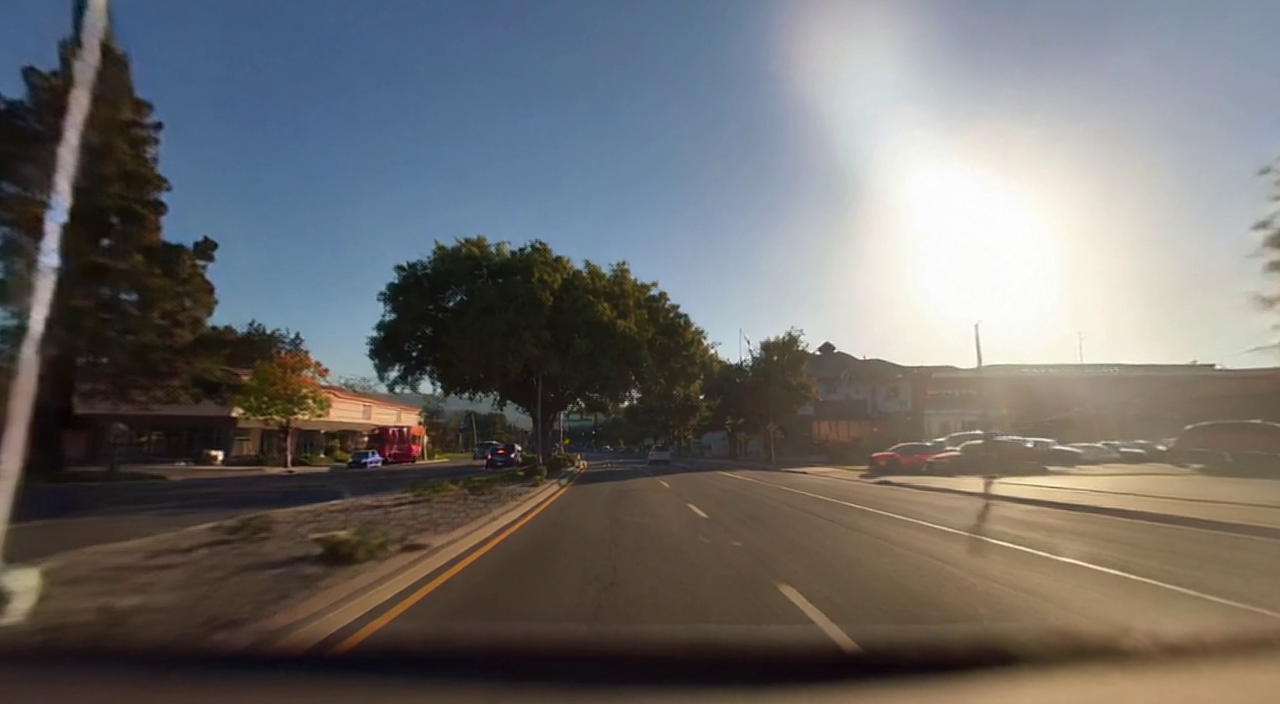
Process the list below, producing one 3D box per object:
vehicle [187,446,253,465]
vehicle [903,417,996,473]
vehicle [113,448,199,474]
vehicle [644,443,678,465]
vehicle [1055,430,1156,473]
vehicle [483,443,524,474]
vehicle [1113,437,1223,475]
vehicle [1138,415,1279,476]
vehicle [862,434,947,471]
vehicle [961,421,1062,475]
[{"bbox_3d":[-32.473,8.025,48.932,3.768,1.443,1.800,0,-9,-4],"label":"vehicle"},{"bbox_3d":[16.290,4.871,33.105,5.908,2.641,2.303,8,-12,-43],"label":"vehicle"},{"bbox_3d":[-31.661,7.128,41.399,3.952,1.462,1.857,2,-6,-6],"label":"vehicle"},{"bbox_3d":[1.436,7.292,45.196,1.913,1.473,4.360,1,-9,-5],"label":"vehicle"},{"bbox_3d":[22.748,4.887,31.273,2.747,1.912,6.426,-4,-9,25],"label":"vehicle"},{"bbox_3d":[-8.089,6.346,37.845,2.180,1.556,5.130,2,-7,-11],"label":"vehicle"},{"bbox_3d":[25.854,5.085,31.139,1.917,1.720,4.071,0,-9,2],"label":"vehicle"},{"bbox_3d":[28.974,4.660,31.591,2.248,2.714,6.788,0,-9,-3],"label":"vehicle"},{"bbox_3d":[15.117,5.695,35.937,5.161,1.927,2.464,8,-12,-43],"label":"vehicle"},{"bbox_3d":[18.396,4.718,31.117,2.727,2.396,5.918,-9,-12,44],"label":"vehicle"}]
